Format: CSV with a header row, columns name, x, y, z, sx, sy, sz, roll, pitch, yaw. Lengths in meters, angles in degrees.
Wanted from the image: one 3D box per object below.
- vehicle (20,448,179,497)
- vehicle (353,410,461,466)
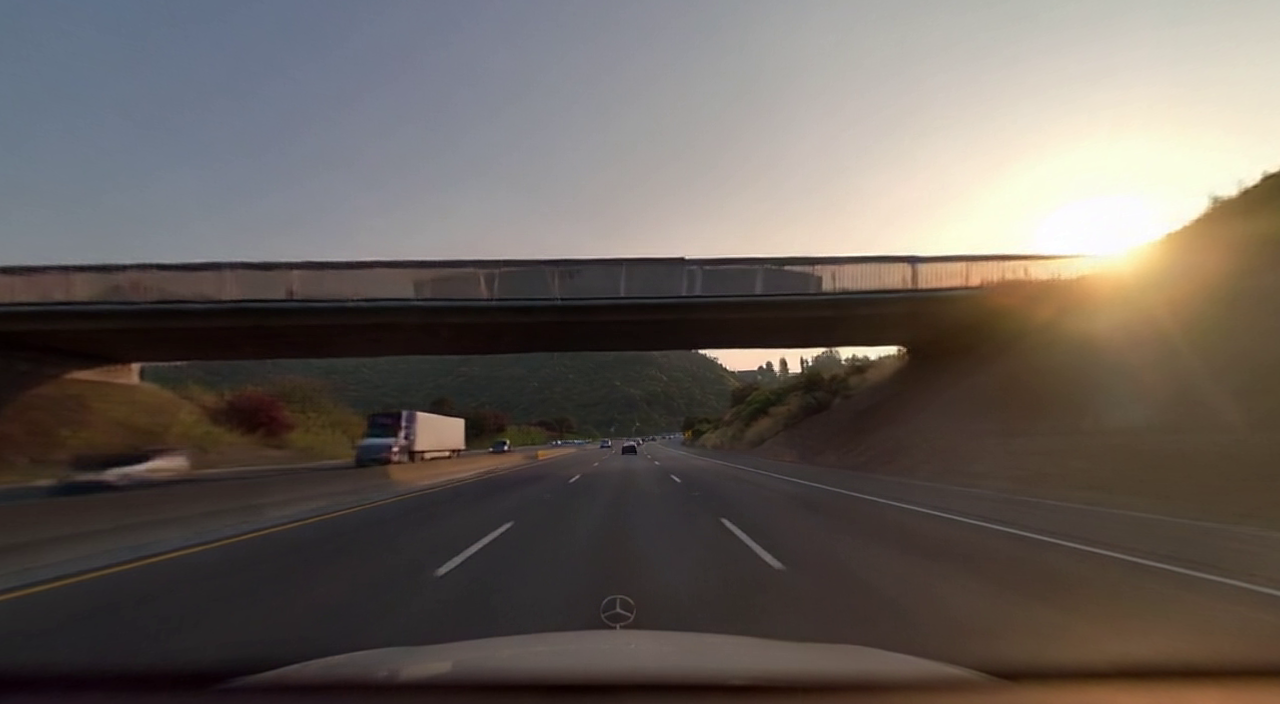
name,x,y,z,sx,sy,sz,roll,pitch,yaw
vehicle,-19.832,4.393,23.469,1.889,1.516,4.588,0,-8,-1
vehicle,-16.891,6.447,47.432,2.982,3.570,14.255,0,-8,-1
